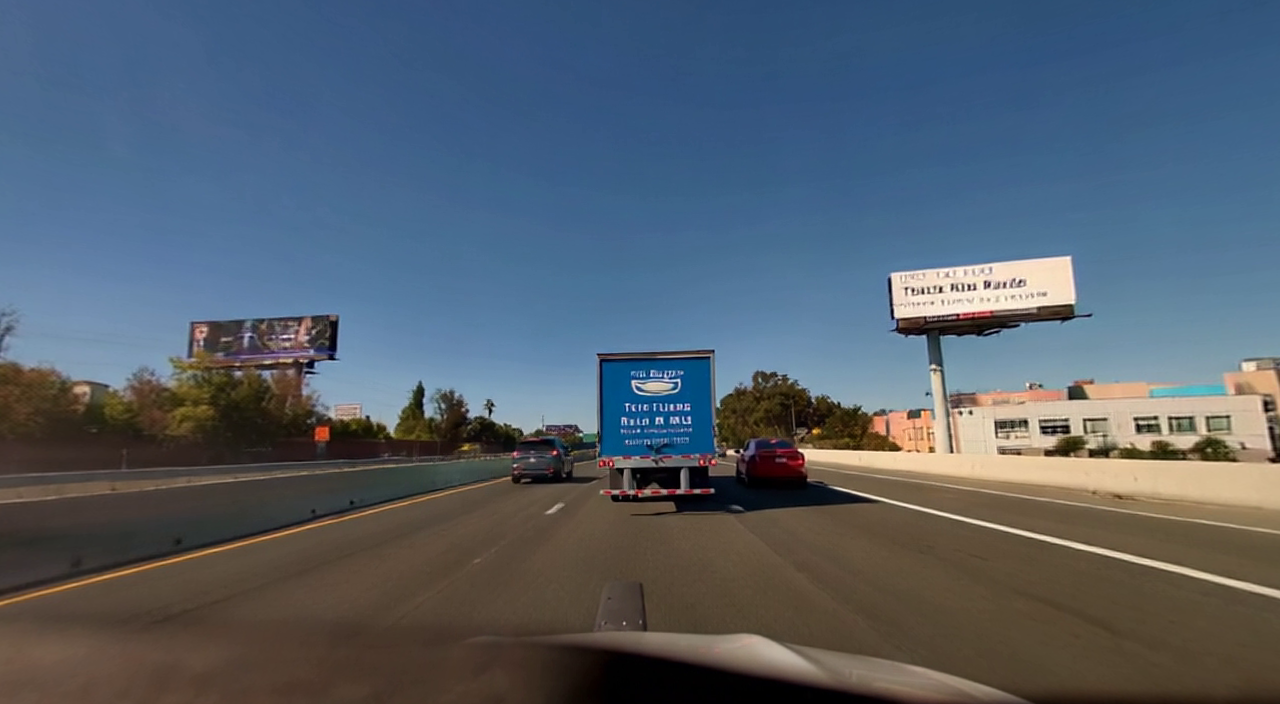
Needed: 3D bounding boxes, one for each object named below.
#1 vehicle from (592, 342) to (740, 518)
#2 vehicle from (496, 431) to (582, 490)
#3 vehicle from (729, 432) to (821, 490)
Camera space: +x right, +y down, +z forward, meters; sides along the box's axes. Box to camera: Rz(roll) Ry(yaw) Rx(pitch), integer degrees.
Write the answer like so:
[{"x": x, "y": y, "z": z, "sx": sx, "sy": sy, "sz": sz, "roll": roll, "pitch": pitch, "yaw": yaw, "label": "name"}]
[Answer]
[{"x": 0.589, "y": 2.062, "z": 16.179, "sx": 2.733, "sy": 3.296, "sz": 8.571, "roll": 0, "pitch": -8, "yaw": 2, "label": "vehicle"}, {"x": -3.281, "y": 3.618, "z": 21.449, "sx": 2.030, "sy": 1.757, "sz": 4.509, "roll": 0, "pitch": -8, "yaw": 2, "label": "vehicle"}, {"x": 4.301, "y": 3.536, "z": 20.840, "sx": 2.066, "sy": 1.692, "sz": 4.339, "roll": 0, "pitch": -8, "yaw": 0, "label": "vehicle"}]
